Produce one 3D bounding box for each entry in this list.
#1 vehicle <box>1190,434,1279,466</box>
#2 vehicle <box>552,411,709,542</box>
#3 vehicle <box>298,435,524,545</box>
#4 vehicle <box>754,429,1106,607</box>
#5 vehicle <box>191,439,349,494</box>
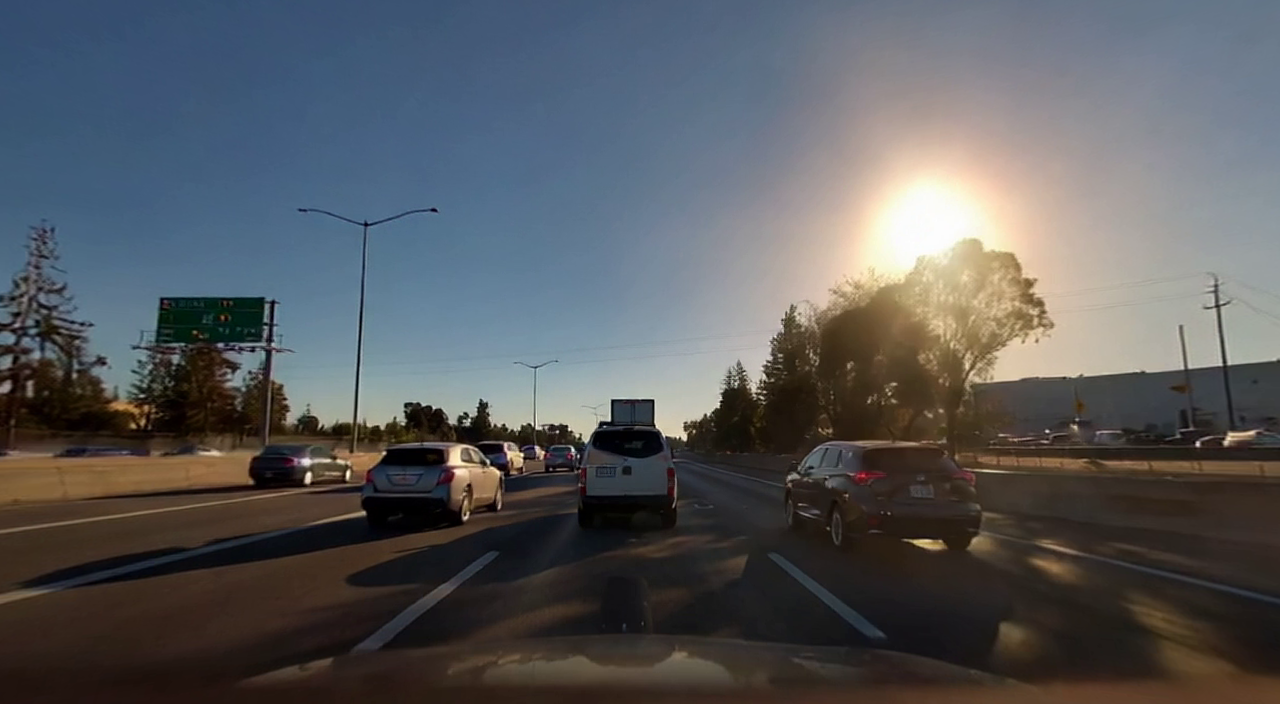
[{"bbox_3d":[31.806,5.098,32.837,1.805,1.536,4.325,3,-9,-19],"label":"vehicle"},{"bbox_3d":[-0.145,2.011,10.674,2.152,1.779,3.924,0,-9,0],"label":"vehicle"},{"bbox_3d":[-3.512,2.202,10.793,2.132,1.464,4.481,0,-9,1],"label":"vehicle"},{"bbox_3d":[2.859,1.738,7.609,2.018,1.470,4.491,0,-9,-1],"label":"vehicle"},{"bbox_3d":[-11.146,3.475,19.512,1.930,1.485,4.765,0,-9,1],"label":"vehicle"}]
